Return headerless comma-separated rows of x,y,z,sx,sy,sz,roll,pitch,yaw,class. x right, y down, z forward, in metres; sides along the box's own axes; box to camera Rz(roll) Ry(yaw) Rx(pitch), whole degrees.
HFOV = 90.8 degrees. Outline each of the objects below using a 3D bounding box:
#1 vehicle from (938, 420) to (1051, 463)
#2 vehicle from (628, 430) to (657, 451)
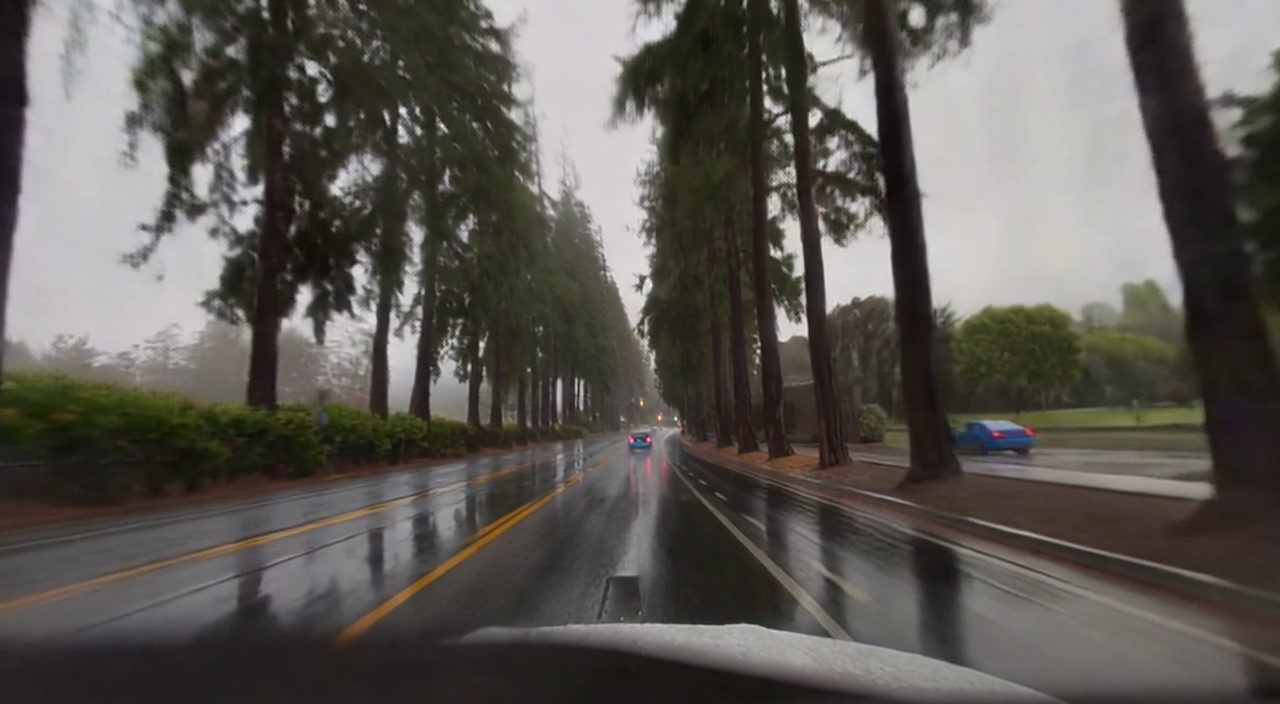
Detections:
13.602,3.484,24.620,1.762,1.479,4.546,0,-8,0,vehicle
0.204,6.624,47.138,2.067,1.486,3.861,0,-9,1,vehicle
